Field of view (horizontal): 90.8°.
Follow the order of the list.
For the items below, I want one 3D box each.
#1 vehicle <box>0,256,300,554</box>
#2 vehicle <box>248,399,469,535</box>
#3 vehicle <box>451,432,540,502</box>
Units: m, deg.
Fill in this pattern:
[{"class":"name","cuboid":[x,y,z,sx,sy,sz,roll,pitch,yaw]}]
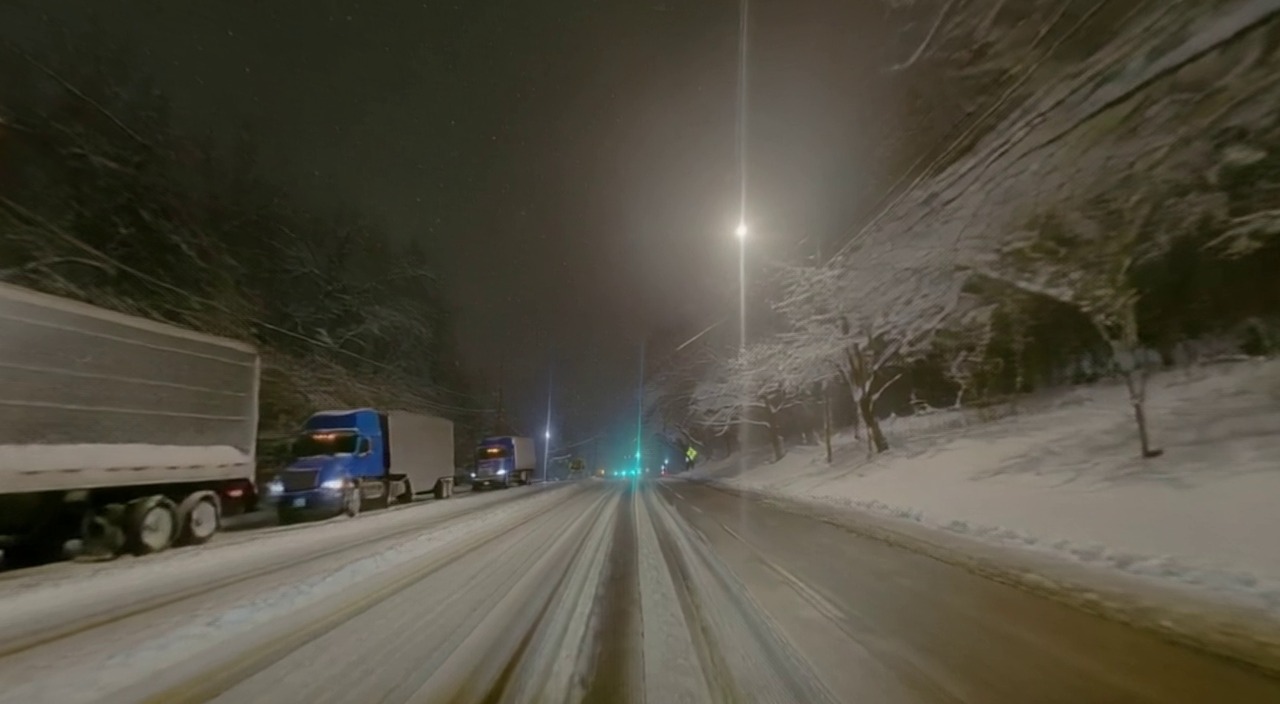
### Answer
[{"class":"vehicle","cuboid":[-9.604,1.098,8.226,5.596,3.130,8.972,-4,-12,-2]},{"class":"vehicle","cuboid":[-8.330,3.403,20.637,2.788,3.365,9.652,0,-6,0]},{"class":"vehicle","cuboid":[-8.437,6.717,38.450,2.905,3.359,10.168,0,-6,1]}]
